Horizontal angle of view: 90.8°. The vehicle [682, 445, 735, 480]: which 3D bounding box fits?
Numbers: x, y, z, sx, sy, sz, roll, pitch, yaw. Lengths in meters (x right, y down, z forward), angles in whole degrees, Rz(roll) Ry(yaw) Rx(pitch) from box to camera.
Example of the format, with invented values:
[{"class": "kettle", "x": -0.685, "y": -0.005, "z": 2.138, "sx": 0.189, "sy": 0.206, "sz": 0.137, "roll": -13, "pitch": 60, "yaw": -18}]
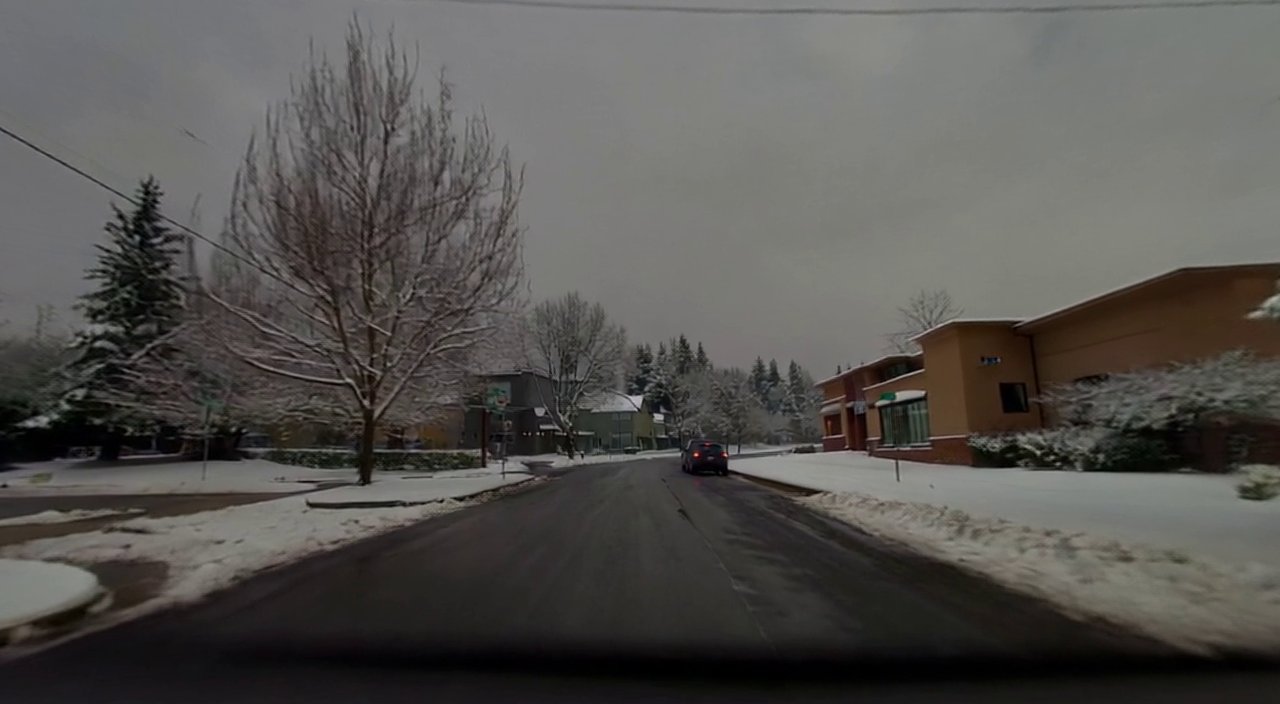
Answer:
[{"class": "vehicle", "x": 3.159, "y": 5.213, "z": 30.168, "sx": 2.064, "sy": 1.532, "sz": 4.596, "roll": 0, "pitch": -8, "yaw": 1}]
